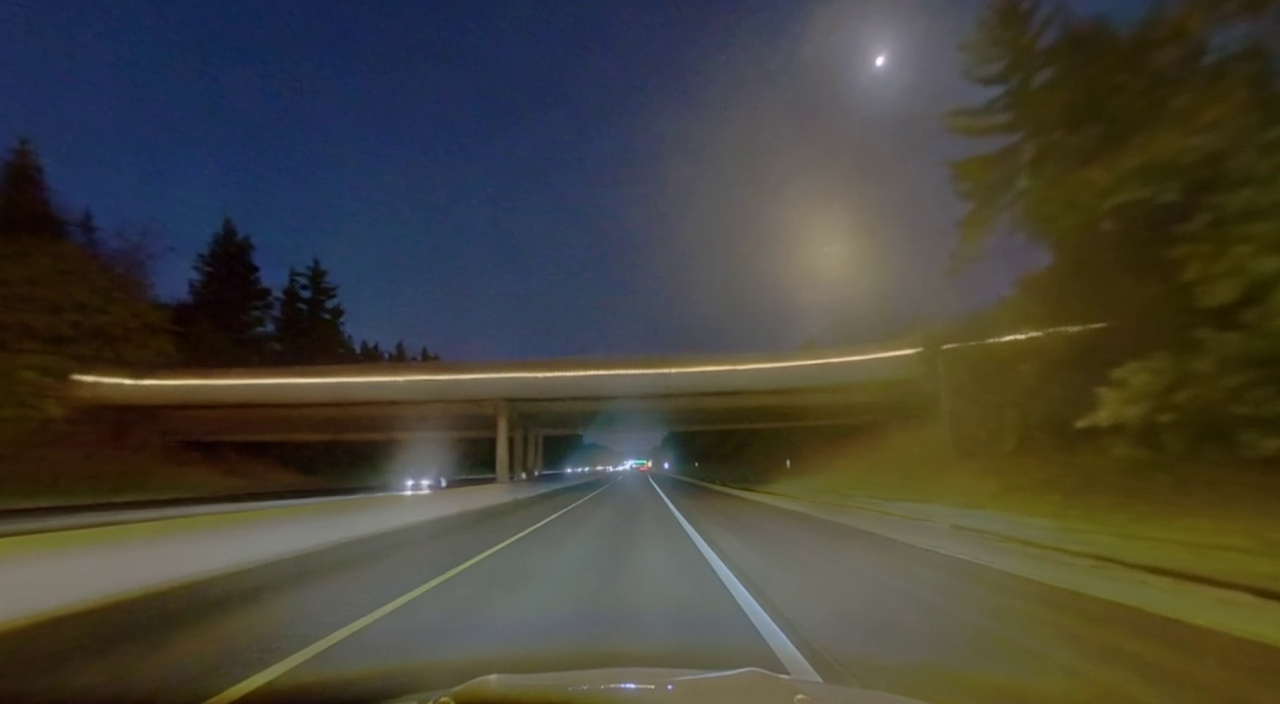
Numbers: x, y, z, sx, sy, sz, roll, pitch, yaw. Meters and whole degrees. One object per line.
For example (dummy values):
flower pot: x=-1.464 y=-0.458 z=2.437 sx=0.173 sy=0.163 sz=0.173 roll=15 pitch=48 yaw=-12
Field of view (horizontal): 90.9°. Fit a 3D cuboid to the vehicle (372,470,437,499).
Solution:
vehicle: x=-12.557 y=7.089 z=33.816 sx=1.868 sy=1.406 sz=3.960 roll=1 pitch=-10 yaw=1
